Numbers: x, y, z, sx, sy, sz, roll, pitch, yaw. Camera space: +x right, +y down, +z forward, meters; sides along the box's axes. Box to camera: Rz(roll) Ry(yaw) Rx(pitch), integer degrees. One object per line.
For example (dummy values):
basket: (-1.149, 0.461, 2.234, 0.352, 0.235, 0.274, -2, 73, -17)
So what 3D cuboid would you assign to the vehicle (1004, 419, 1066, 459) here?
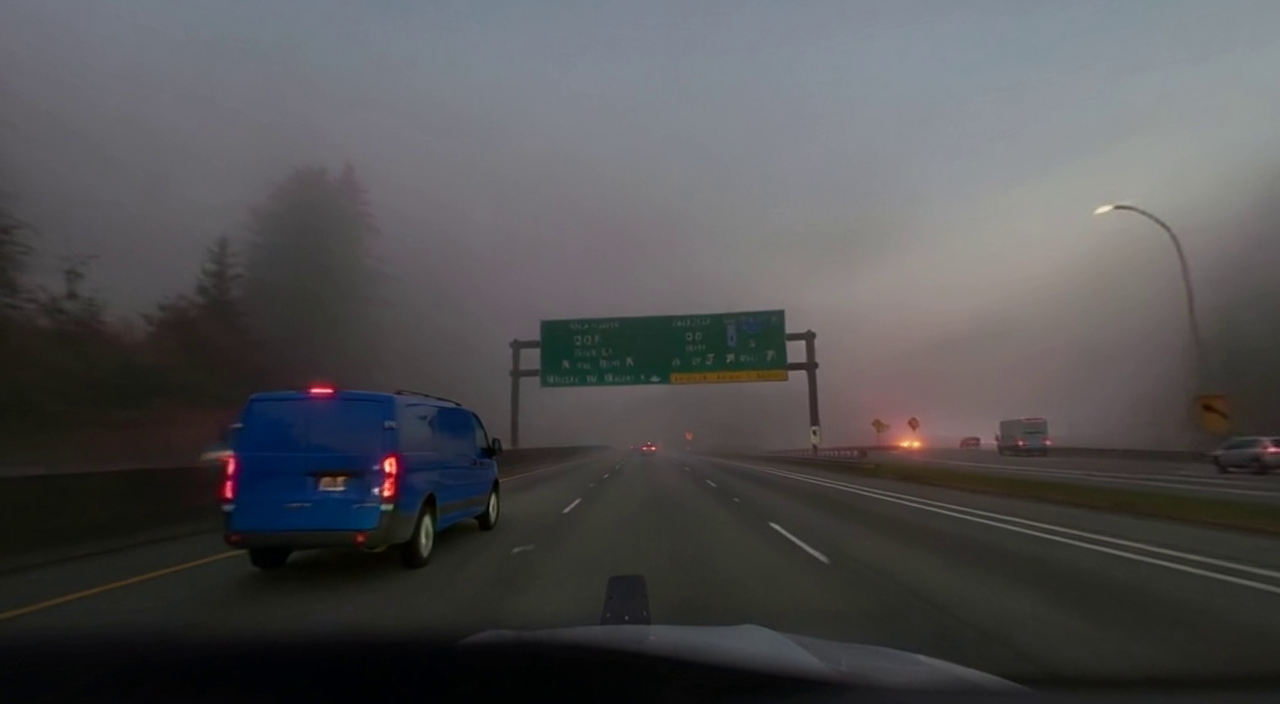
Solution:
vehicle: (29.281, 6.486, 46.824, 2.207, 2.820, 5.493, -2, -8, 14)

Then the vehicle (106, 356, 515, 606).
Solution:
vehicle: (-3.141, 1.366, 7.479, 2.281, 2.025, 4.586, 0, -8, 1)
